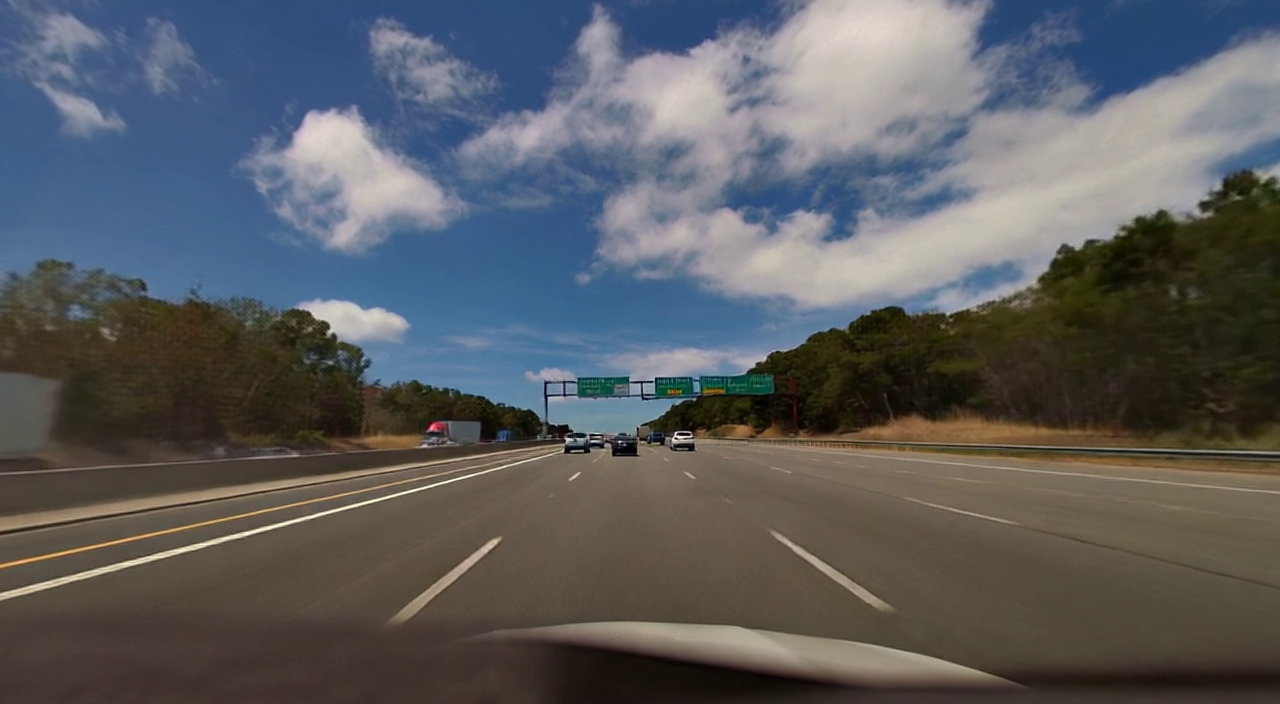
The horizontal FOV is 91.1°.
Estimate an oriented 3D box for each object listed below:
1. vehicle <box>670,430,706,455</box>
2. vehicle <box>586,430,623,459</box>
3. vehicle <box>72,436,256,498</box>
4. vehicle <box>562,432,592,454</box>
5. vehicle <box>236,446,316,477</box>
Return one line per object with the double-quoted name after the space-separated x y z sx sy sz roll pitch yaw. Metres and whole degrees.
3.303 6.297 43.960 2.066 1.673 4.225 0 -8 -2 "vehicle"
-2.110 5.519 37.646 2.119 1.629 3.946 0 -8 -3 "vehicle"
-13.468 3.227 18.217 1.969 1.572 4.308 0 -8 0 "vehicle"
-4.931 7.157 49.577 2.046 1.658 4.008 0 -8 -1 "vehicle"
-19.322 5.812 33.610 1.800 1.501 3.992 0 -8 1 "vehicle"
